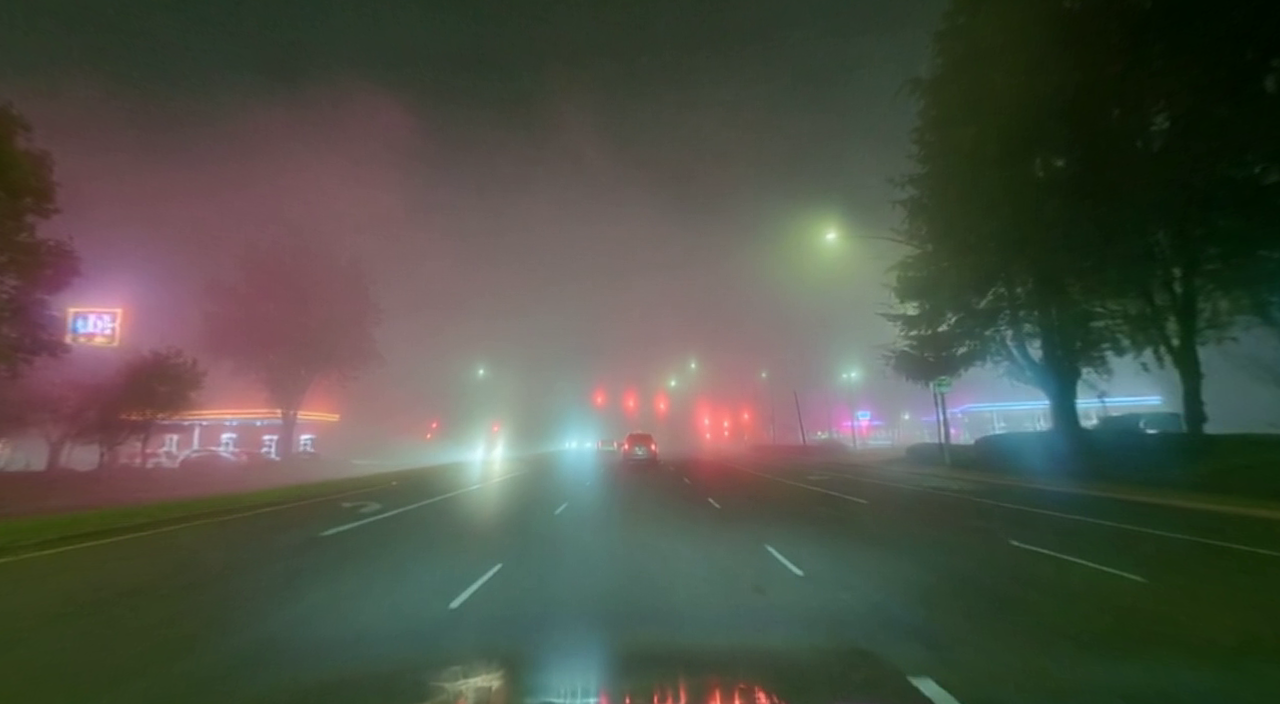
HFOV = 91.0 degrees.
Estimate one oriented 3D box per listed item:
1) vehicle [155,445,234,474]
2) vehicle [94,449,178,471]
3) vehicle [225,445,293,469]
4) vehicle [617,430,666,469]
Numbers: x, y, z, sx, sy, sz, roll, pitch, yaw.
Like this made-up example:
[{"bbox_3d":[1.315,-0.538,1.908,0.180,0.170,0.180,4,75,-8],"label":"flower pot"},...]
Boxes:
[{"bbox_3d":[-28.326,6.783,39.985,4.662,1.677,2.026,-4,-9,27],"label":"vehicle"},{"bbox_3d":[-38.506,8.229,48.227,4.536,1.613,2.000,4,-9,-25],"label":"vehicle"},{"bbox_3d":[-28.413,7.796,46.940,4.428,1.708,1.952,-3,-9,21],"label":"vehicle"},{"bbox_3d":[0.056,4.692,30.377,2.213,1.715,4.242,0,-8,0],"label":"vehicle"}]
